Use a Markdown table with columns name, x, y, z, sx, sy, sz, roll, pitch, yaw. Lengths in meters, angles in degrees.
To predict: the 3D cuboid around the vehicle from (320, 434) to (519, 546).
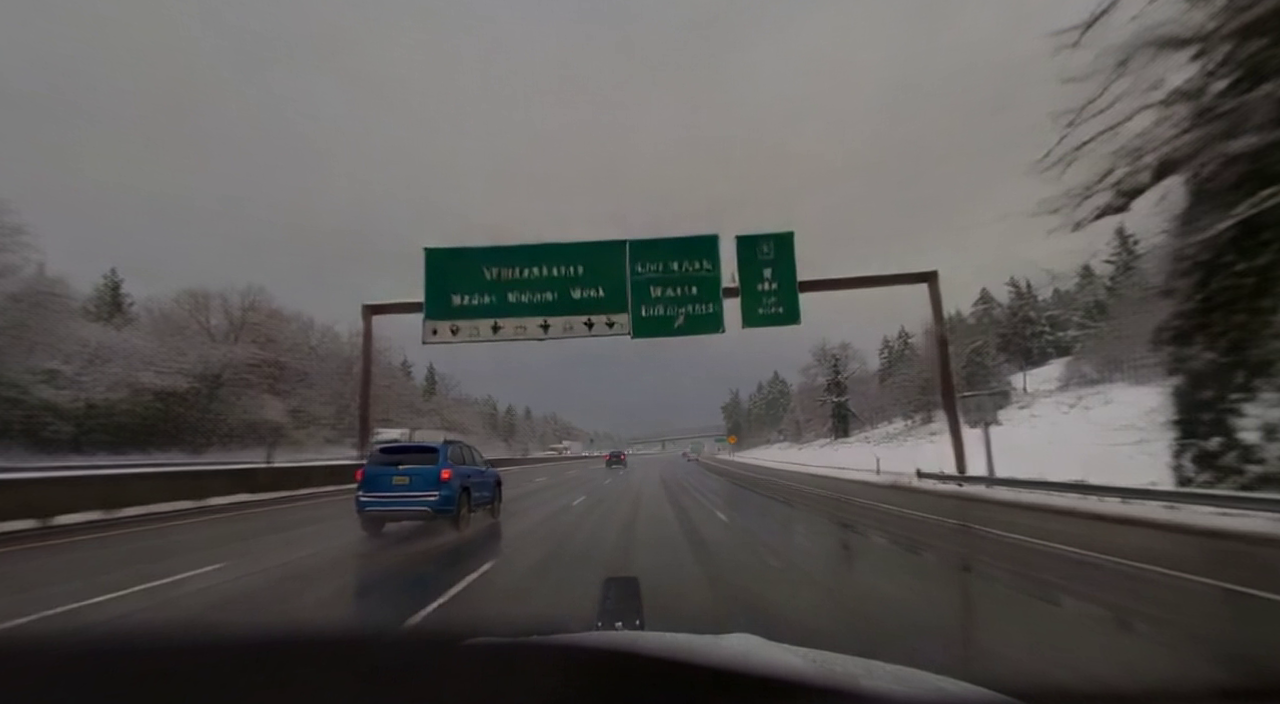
| name | x | y | z | sx | sy | sz | roll | pitch | yaw |
| --- | --- | --- | --- | --- | --- | --- | --- | --- | --- |
| vehicle | -3.638 | 2.342 | 11.361 | 2.016 | 1.623 | 4.126 | 0 | -9 | 1 |
